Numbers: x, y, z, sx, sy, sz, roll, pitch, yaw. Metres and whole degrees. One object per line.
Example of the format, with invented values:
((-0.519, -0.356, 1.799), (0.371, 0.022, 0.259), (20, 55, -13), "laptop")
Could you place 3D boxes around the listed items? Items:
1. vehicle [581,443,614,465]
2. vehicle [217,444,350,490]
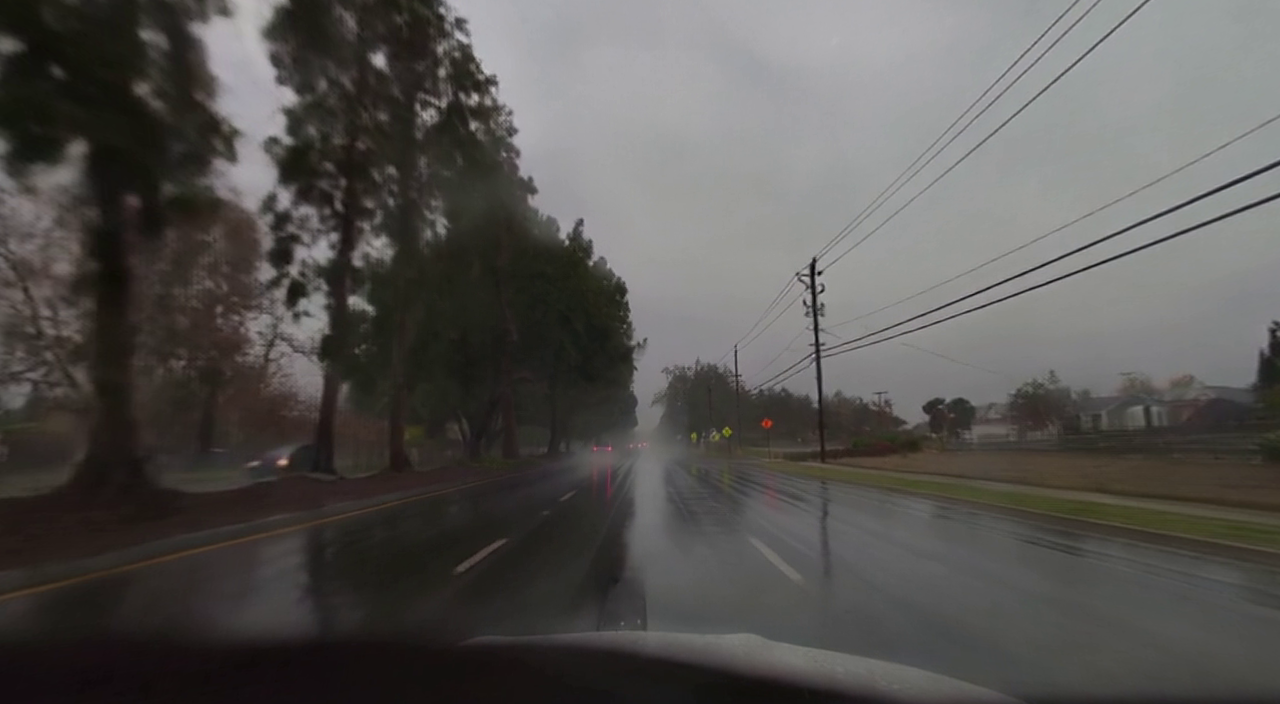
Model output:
((-2.972, 7.257, 45.036), (2.007, 1.514, 4.049), (0, -9, 1), "vehicle")
((-12.657, 4.082, 22.824), (2.032, 1.470, 4.665), (0, -9, 1), "vehicle")
